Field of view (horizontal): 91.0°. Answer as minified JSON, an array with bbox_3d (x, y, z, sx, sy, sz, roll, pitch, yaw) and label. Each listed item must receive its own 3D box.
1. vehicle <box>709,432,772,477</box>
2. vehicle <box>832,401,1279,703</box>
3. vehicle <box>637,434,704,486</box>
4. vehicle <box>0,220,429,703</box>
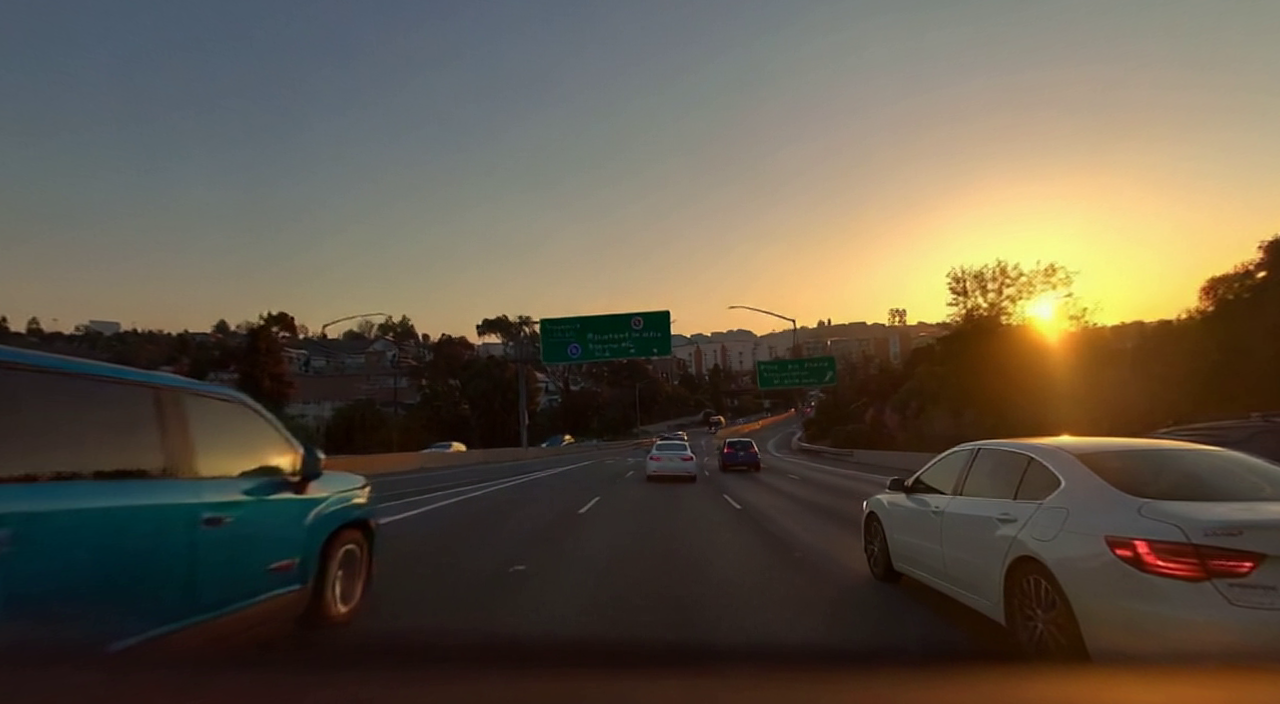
[{"bbox_3d":[4.109,4.280,26.399,2.076,1.684,4.241,0,-9,2],"label":"vehicle"},{"bbox_3d":[3.123,1.273,4.609,2.009,1.489,4.559,0,-9,0],"label":"vehicle"},{"bbox_3d":[1.023,3.686,21.667,2.074,1.614,3.803,0,-9,2],"label":"vehicle"},{"bbox_3d":[-3.086,0.745,2.734,2.434,1.965,5.305,0,-9,1],"label":"vehicle"}]
